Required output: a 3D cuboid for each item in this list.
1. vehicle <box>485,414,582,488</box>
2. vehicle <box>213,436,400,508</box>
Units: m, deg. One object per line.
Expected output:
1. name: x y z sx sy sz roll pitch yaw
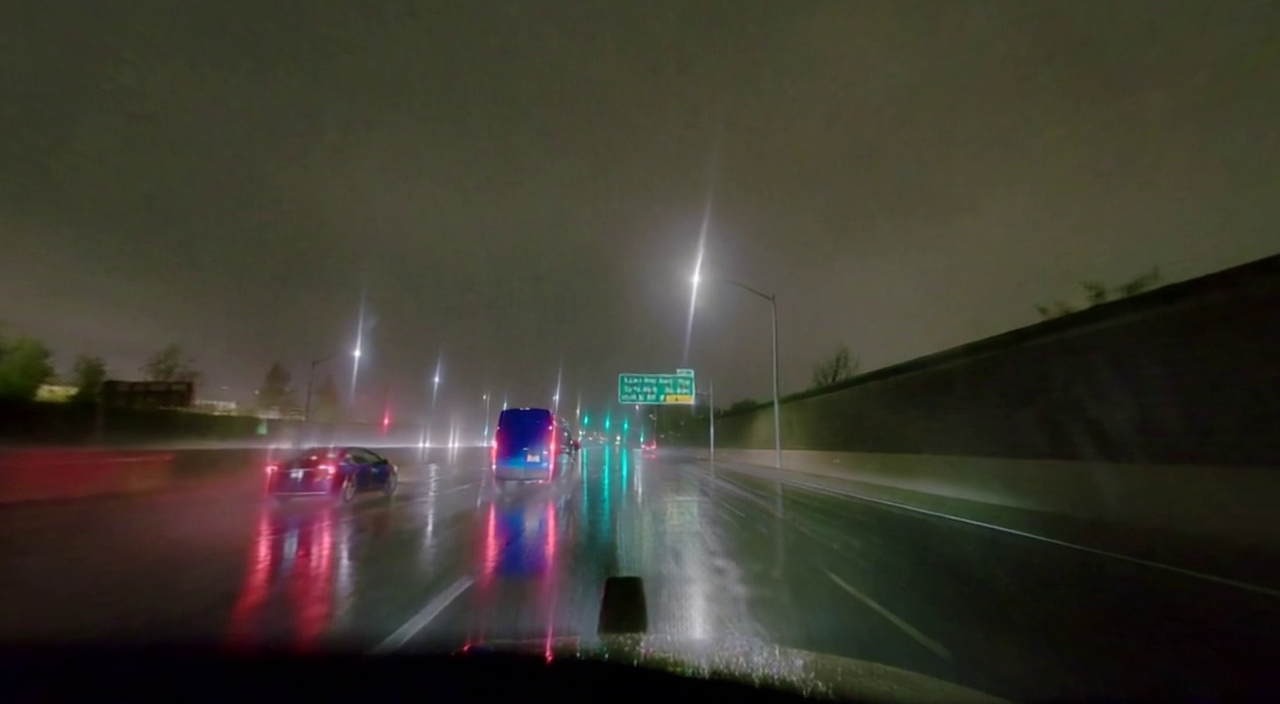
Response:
1. vehicle: -3.536 3.444 22.062 2.372 2.248 5.393 0 -9 1
2. vehicle: -7.958 2.880 15.661 1.987 1.490 4.781 0 -8 1
